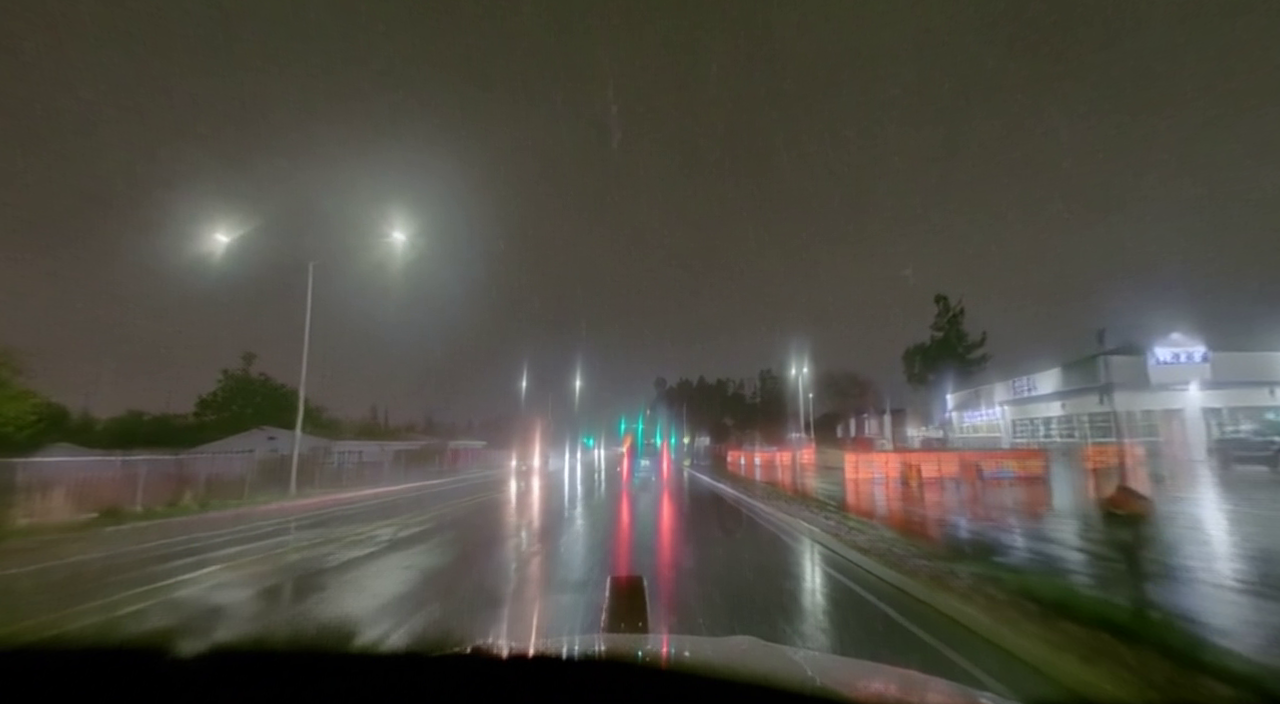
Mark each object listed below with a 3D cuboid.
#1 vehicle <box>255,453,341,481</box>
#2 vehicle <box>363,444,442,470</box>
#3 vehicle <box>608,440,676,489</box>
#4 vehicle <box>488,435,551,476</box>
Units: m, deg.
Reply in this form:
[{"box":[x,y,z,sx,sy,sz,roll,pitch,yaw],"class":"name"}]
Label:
[{"box":[-20.327,6.818,37.322,4.332,1.560,1.841,-2,-9,15],"class":"vehicle"},{"box":[-18.022,7.982,47.812,5.085,1.906,2.153,0,-9,2],"class":"vehicle"},{"box":[0.060,3.815,21.668,2.144,1.514,4.063,0,-9,0],"class":"vehicle"},{"box":[-6.662,5.822,35.524,2.340,2.103,5.526,0,-9,2],"class":"vehicle"}]
